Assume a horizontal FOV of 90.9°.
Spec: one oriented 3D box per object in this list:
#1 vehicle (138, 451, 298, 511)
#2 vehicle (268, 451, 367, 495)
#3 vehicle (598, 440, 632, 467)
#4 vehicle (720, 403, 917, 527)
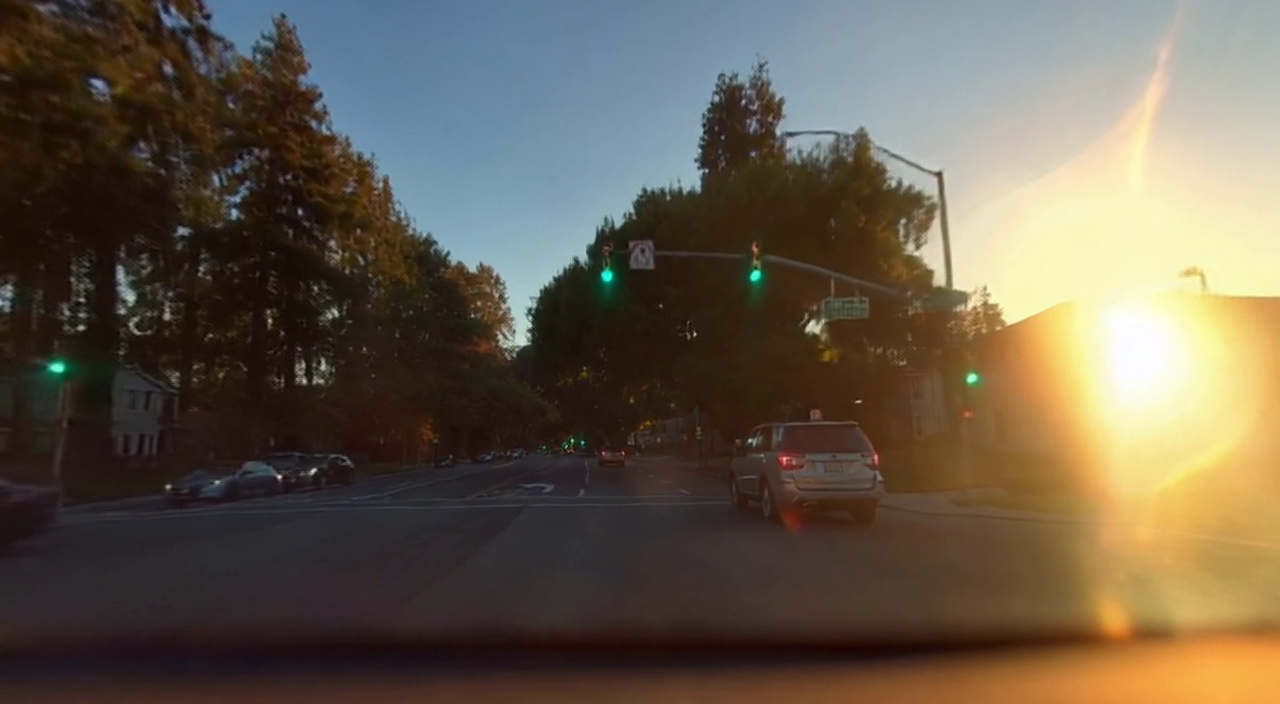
[{"bbox_3d":[-13.263,4.025,20.253,1.955,1.509,4.640,-3,-8,0],"label":"vehicle"},{"bbox_3d":[-13.198,4.940,26.122,1.965,1.416,4.613,-3,-8,-4],"label":"vehicle"},{"bbox_3d":[-1.747,6.838,42.698,2.138,1.729,4.178,0,-8,-4],"label":"vehicle"},{"bbox_3d":[3.378,2.280,13.496,2.338,2.063,5.592,0,-8,-3],"label":"vehicle"}]
